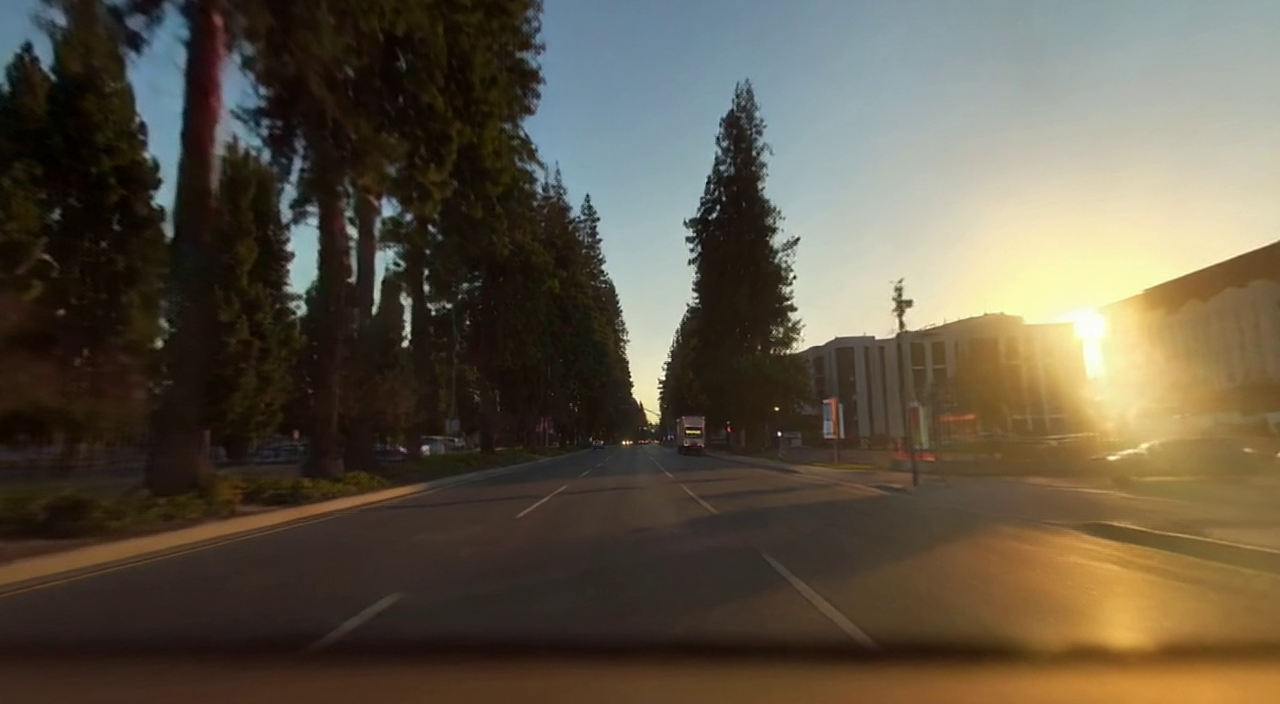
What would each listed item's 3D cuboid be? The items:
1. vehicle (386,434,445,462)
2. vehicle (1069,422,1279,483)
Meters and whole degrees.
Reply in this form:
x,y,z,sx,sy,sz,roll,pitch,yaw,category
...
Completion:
x,y,z,sx,sy,sz,roll,pitch,yaw,category
-12.676,5.436,35.944,1.887,1.447,4.031,0,-8,0,vehicle
14.992,2.833,17.870,4.296,1.596,1.807,0,-8,0,vehicle
